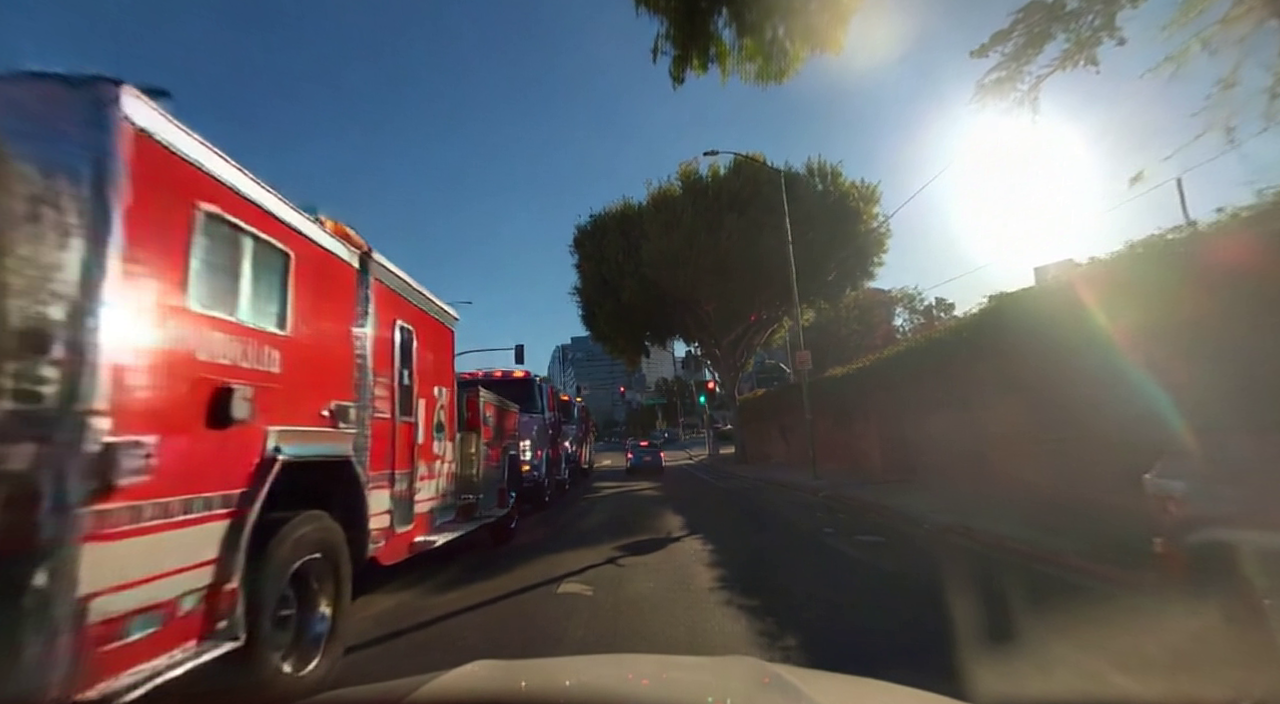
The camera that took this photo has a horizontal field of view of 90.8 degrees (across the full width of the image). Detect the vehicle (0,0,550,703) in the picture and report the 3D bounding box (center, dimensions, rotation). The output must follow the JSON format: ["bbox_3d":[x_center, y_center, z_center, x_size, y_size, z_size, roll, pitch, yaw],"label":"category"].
[{"bbox_3d":[-3.220,0.641,5.390,3.644,3.138,9.346,0,-8,-1],"label":"vehicle"}]

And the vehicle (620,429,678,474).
[{"bbox_3d":[0.294,4.534,28.922,2.332,1.831,4.930,0,-8,-3],"label":"vehicle"}]

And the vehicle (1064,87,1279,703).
[{"bbox_3d":[4.077,0.007,0.743,3.411,2.429,5.271,0,-8,0],"label":"vehicle"}]
